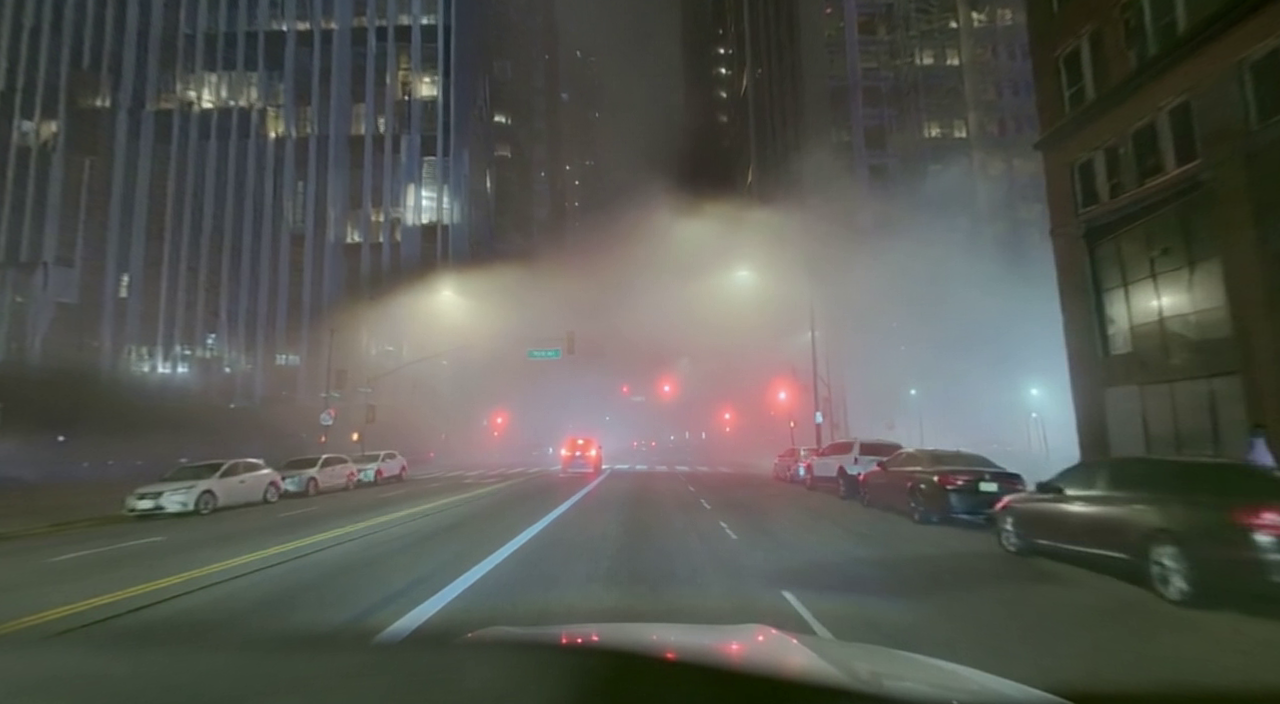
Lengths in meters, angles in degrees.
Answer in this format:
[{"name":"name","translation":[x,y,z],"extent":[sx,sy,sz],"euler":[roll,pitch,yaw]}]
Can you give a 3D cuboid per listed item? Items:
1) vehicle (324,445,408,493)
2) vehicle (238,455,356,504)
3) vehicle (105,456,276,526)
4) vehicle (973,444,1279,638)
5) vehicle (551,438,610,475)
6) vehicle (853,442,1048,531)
[{"name":"vehicle","translation":[-12.086,5.129,28.103],"extent":[1.890,1.781,4.331],"euler":[-5,-8,-2]},{"name":"vehicle","translation":[-12.133,4.500,22.708],"extent":[1.808,1.475,4.550],"euler":[0,-8,-2]},{"name":"vehicle","translation":[-12.190,3.734,17.485],"extent":[1.845,1.493,4.107],"euler":[-4,-8,-2]},{"name":"vehicle","translation":[5.885,1.758,6.959],"extent":[1.967,1.460,4.558],"euler":[0,-8,1]},{"name":"vehicle","translation":[-2.564,4.624,28.219],"extent":[2.014,1.480,4.780],"euler":[0,-8,2]},{"name":"vehicle","translation":[5.962,2.582,12.830],"extent":[1.760,1.471,4.453],"euler":[0,-8,1]}]
